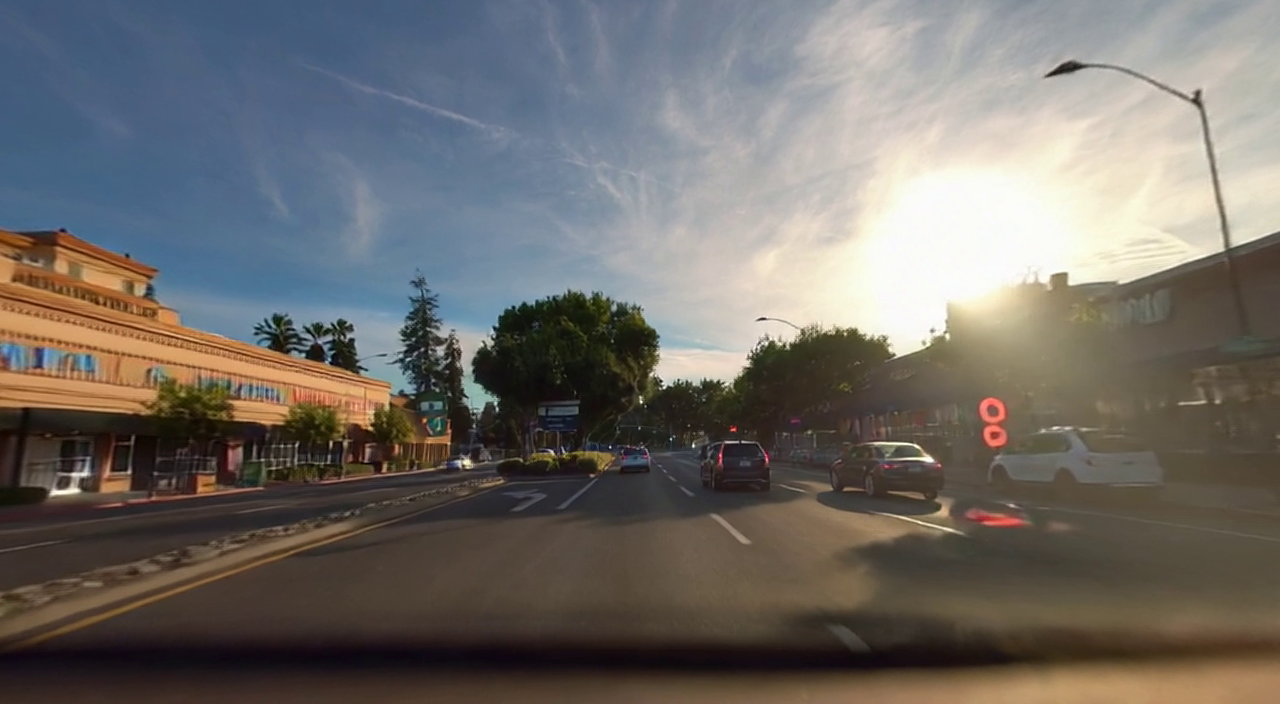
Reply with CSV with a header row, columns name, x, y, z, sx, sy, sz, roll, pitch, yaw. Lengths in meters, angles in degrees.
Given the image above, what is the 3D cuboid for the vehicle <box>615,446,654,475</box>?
name,x,y,z,sx,sy,sz,roll,pitch,yaw
vehicle,-0.309,5.957,34.929,2.052,1.461,4.324,0,-9,0

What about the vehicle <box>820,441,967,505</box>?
name,x,y,z,sx,sy,sz,roll,pitch,yaw
vehicle,6.598,3.182,17.100,1.952,1.449,4.544,0,-9,-2

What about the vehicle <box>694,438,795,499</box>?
name,x,y,z,sx,sy,sz,roll,pitch,yaw
vehicle,2.942,3.405,18.867,2.072,1.545,4.578,0,-9,-2

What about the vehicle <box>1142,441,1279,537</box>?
name,x,y,z,sx,sy,sz,roll,pitch,yaw
vehicle,10.486,2.091,9.764,1.763,1.430,4.427,0,-9,0

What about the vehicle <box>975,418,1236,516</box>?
name,x,y,z,sx,sy,sz,roll,pitch,yaw
vehicle,10.470,2.631,14.920,2.248,1.899,4.942,0,-9,-2
